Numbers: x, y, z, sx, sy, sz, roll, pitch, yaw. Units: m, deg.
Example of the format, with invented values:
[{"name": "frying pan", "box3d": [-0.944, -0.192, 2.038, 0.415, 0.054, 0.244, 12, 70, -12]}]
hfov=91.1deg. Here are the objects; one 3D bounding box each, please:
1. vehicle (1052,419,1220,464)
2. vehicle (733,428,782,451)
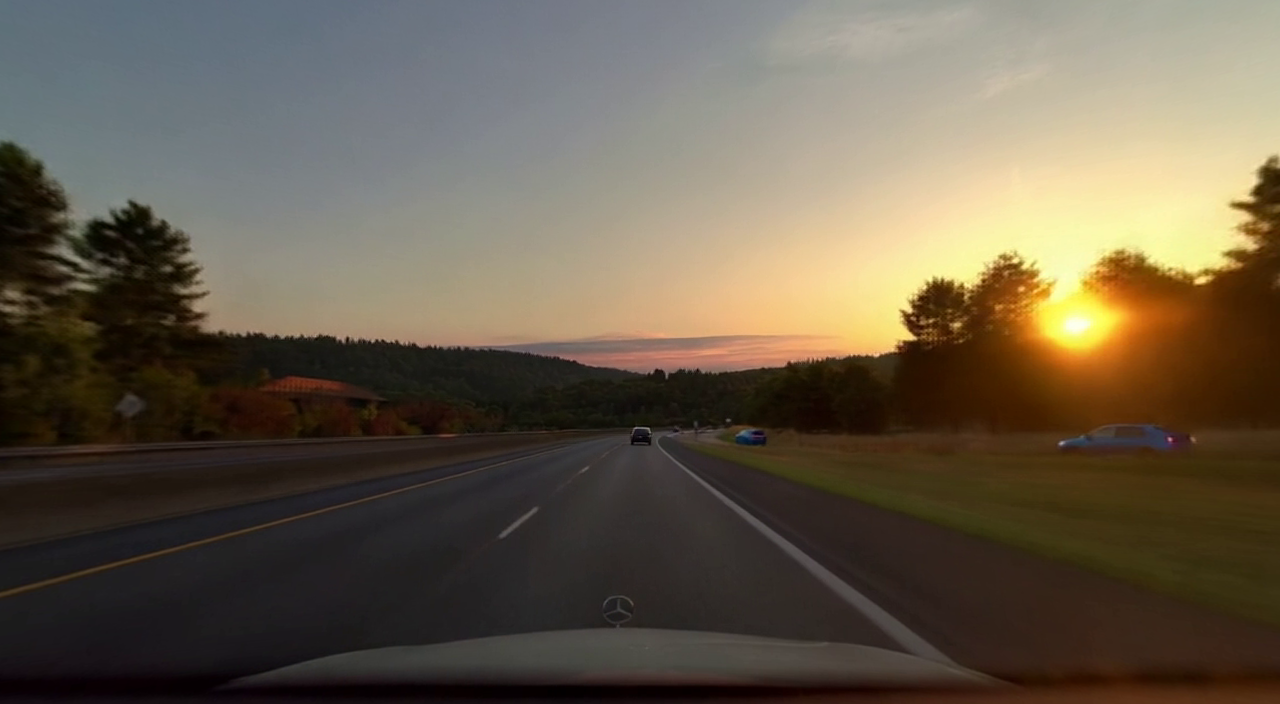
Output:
[{"name": "vehicle", "box3d": [18.345, 3.326, 23.473, 1.992, 1.486, 4.406, 5, -9, -31]}, {"name": "vehicle", "box3d": [8.210, 6.135, 44.200, 1.765, 1.510, 3.762, 3, -8, -17]}]
